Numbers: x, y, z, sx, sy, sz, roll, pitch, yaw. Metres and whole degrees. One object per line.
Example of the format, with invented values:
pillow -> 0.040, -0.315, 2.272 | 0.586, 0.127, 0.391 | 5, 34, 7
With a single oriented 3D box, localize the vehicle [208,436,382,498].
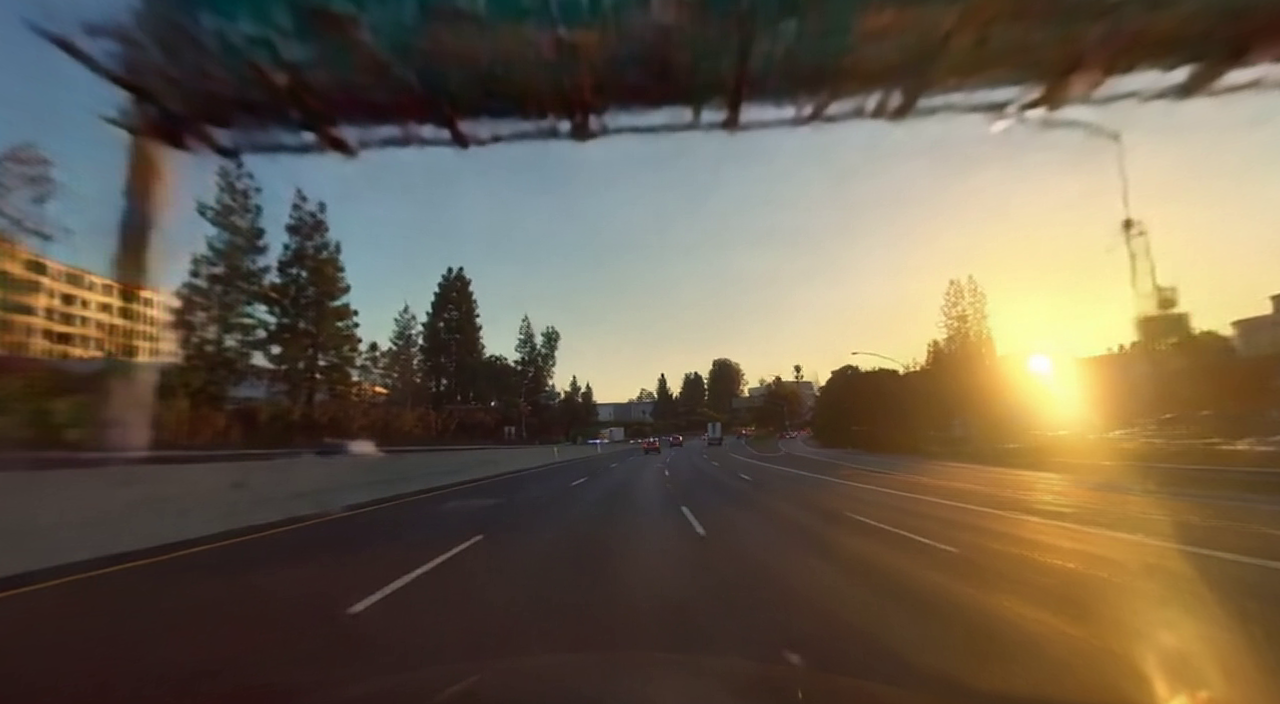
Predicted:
vehicle -> -9.375, 3.152, 17.776 | 2.327, 1.492, 4.540 | 0, -8, 0
